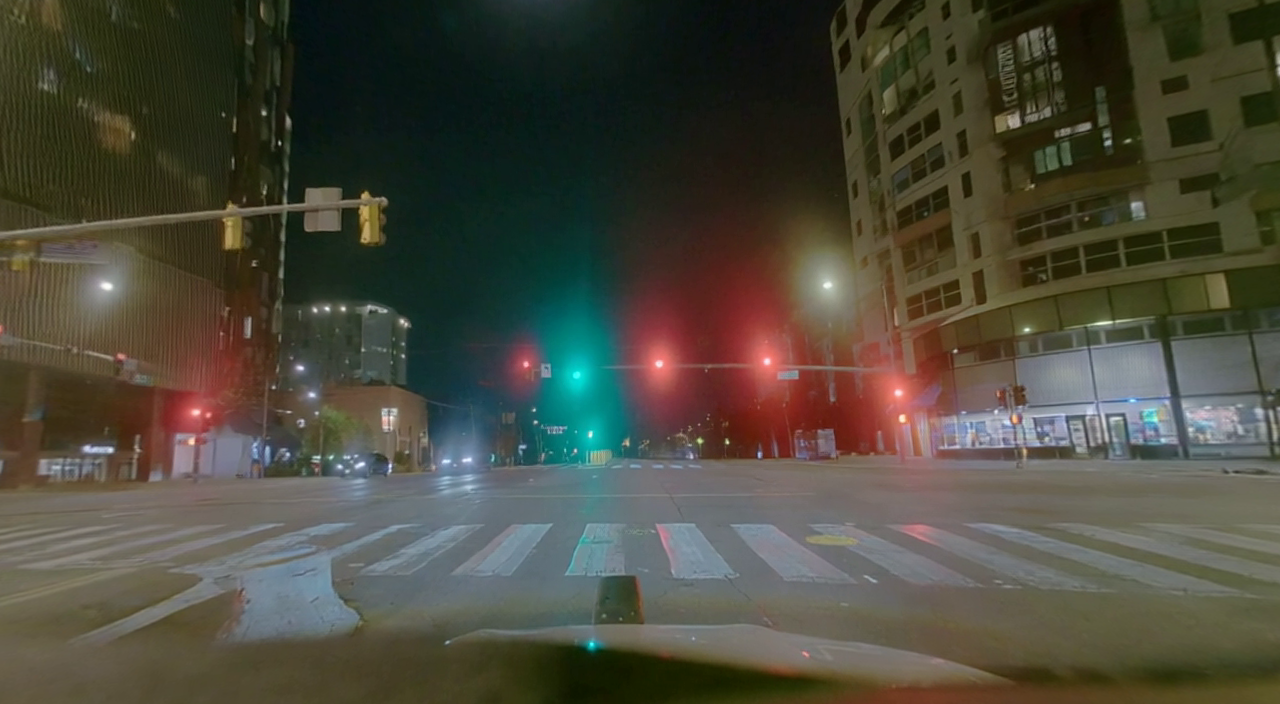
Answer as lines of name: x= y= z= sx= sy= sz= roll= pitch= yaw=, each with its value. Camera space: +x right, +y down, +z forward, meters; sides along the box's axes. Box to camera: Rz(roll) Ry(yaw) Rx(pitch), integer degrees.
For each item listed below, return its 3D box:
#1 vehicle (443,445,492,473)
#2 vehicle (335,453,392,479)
vehicle: x=-12.165 y=7.566 z=44.819 sx=2.151 sy=1.847 sz=4.634 roll=0 pitch=-9 yaw=0
vehicle: x=-18.853 y=7.746 z=43.240 sx=1.933 sy=1.664 sz=4.255 roll=0 pitch=-9 yaw=1
